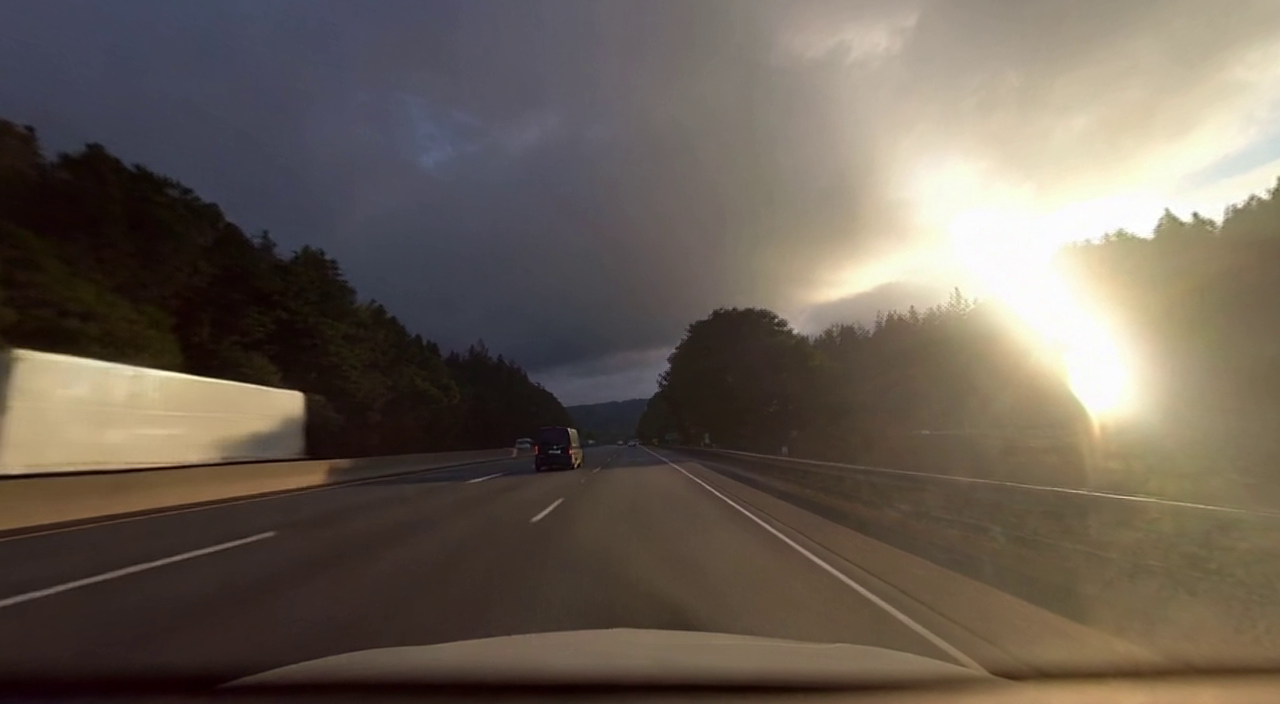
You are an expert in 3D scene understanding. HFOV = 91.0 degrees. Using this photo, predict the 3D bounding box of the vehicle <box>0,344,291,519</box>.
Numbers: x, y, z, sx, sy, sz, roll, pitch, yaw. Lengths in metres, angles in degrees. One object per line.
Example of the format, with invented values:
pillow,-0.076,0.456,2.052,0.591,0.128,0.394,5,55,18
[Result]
vehicle,-16.774,2.475,18.947,3.310,4.067,16.585,0,-8,-1

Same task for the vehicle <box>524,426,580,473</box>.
vehicle,-4.103,4.622,30.139,1.976,2.029,4.737,-1,-8,0
